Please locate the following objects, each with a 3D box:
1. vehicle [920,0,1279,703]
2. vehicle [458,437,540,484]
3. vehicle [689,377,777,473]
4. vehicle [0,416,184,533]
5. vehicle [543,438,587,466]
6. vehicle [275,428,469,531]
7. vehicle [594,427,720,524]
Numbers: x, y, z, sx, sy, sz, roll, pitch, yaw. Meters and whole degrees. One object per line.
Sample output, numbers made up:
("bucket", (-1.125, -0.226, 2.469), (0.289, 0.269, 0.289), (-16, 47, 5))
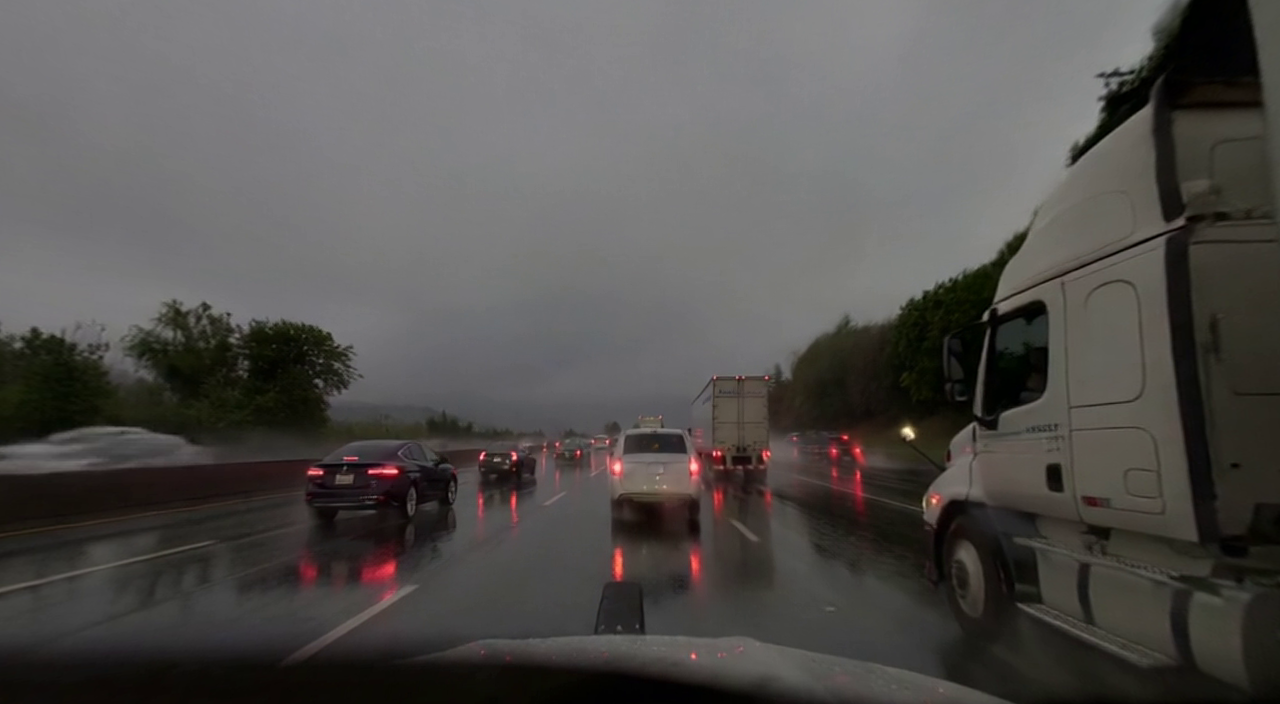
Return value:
("vehicle", (3.997, -0.145, 2.425), (2.982, 3.860, 6.011), (0, -8, 0))
("vehicle", (-4.833, 3.743, 22.190), (1.880, 1.458, 3.978), (0, -8, 1))
("vehicle", (4.531, 4.069, 34.237), (2.892, 4.101, 14.252), (0, -8, 1))
("vehicle", (-11.719, 2.299, 12.339), (2.004, 1.941, 4.674), (0, -8, 1))
("vehicle", (-4.317, 5.800, 36.837), (1.887, 1.493, 4.411), (0, -8, 2))
("vehicle", (-4.514, 2.158, 11.317), (1.821, 1.514, 3.677), (0, -8, 0))
("vehicle", (0.275, 2.191, 11.729), (1.973, 1.505, 3.568), (0, -8, 0))
